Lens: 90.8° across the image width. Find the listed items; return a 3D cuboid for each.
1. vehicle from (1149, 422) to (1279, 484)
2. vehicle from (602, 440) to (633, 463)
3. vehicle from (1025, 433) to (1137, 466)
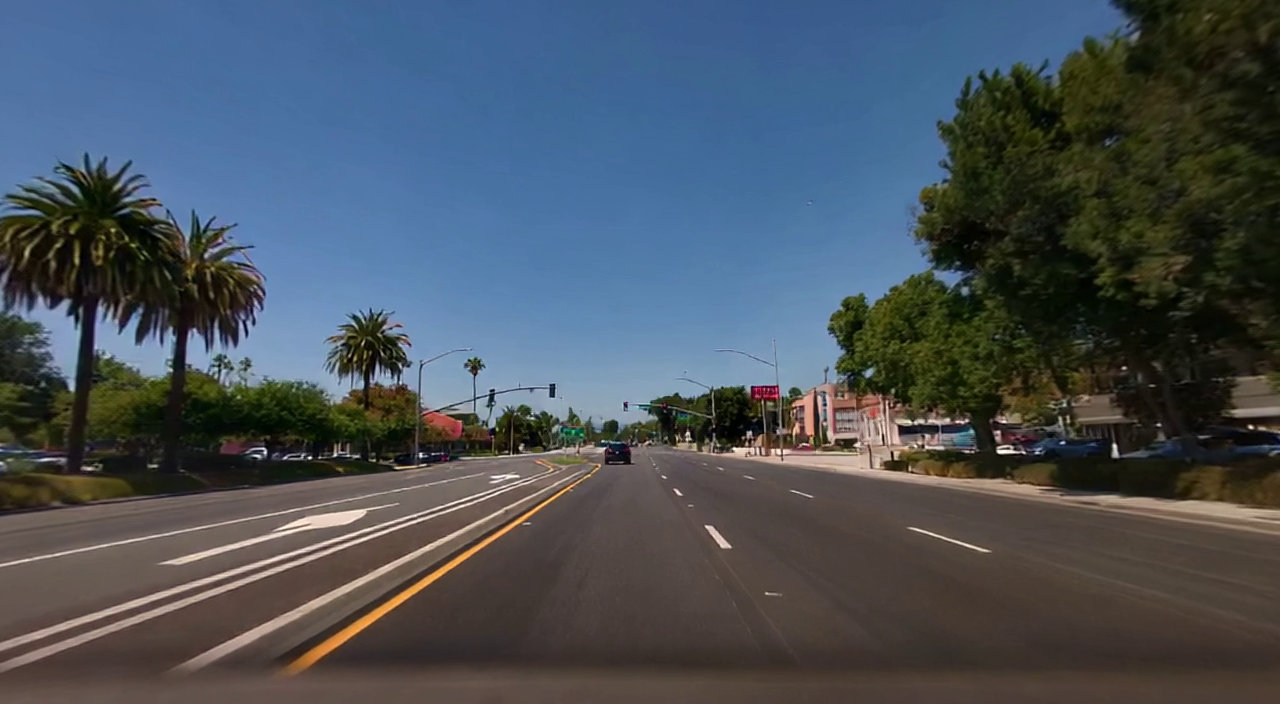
[{"bbox_3d":[20.184,3.304,20.836,5.001,1.916,2.106,0,-9,-4],"label":"vehicle"},{"bbox_3d":[-1.734,7.471,47.513,1.990,1.639,3.885,1,-9,-6],"label":"vehicle"},{"bbox_3d":[25.514,5.639,36.643,4.918,1.814,2.014,0,-9,0],"label":"vehicle"}]
